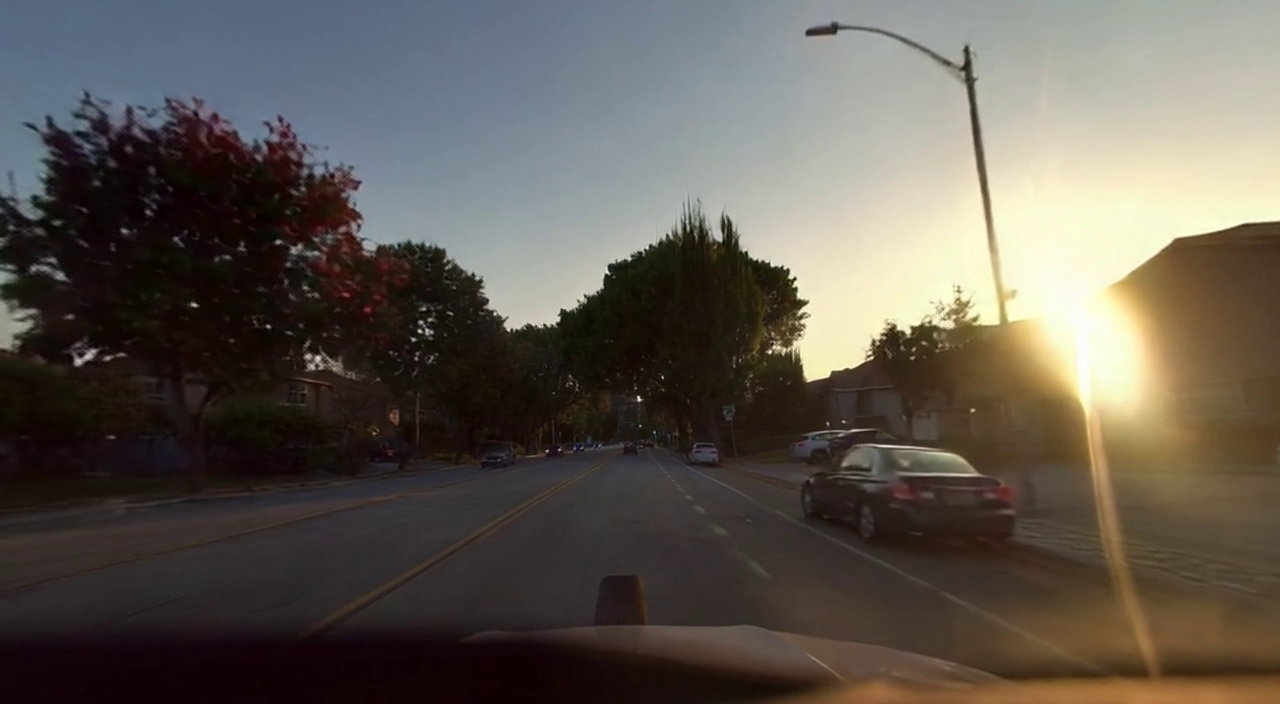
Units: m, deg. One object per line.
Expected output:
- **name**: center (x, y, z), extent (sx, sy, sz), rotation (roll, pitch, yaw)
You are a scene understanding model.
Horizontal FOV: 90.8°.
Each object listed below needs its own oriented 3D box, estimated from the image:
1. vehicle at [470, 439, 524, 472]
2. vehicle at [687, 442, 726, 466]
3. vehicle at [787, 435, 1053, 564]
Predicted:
- **vehicle**: center (-8.635, 6.244, 38.479), extent (2.146, 1.869, 4.654), rotation (0, -8, 1)
- **vehicle**: center (4.240, 6.596, 41.177), extent (2.011, 1.458, 4.633), rotation (0, -8, -1)
- **vehicle**: center (3.853, 2.082, 9.804), extent (1.991, 1.500, 4.562), rotation (0, -8, 0)
